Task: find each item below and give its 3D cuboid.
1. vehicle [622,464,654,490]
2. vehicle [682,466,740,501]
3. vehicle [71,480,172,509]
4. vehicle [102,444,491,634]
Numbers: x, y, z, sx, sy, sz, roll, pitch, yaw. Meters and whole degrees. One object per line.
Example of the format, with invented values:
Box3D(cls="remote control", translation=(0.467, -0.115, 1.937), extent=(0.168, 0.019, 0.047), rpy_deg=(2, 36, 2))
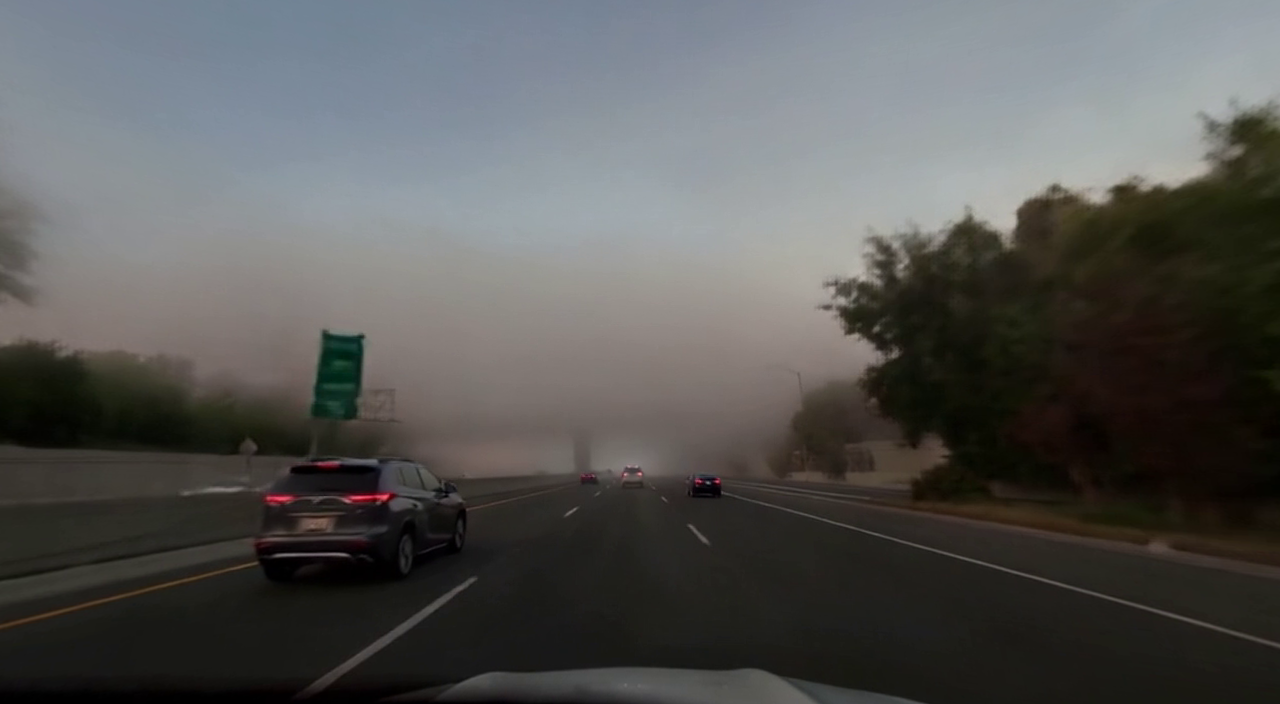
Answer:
Box3D(cls="vehicle", translation=(-0.150, 9.059, 45.669), extent=(2.181, 1.698, 4.056), rpy_deg=(1, -10, 0))
Box3D(cls="vehicle", translation=(3.241, 6.151, 29.645), extent=(2.092, 1.518, 4.348), rpy_deg=(1, -10, -2))
Box3D(cls="vehicle", translation=(-29.872, 8.197, 36.394), extent=(1.869, 1.447, 4.552), rpy_deg=(0, -10, 2))
Box3D(cls="vehicle", translation=(-3.340, 1.940, 7.382), extent=(2.099, 1.516, 4.308), rpy_deg=(1, -10, 0))
